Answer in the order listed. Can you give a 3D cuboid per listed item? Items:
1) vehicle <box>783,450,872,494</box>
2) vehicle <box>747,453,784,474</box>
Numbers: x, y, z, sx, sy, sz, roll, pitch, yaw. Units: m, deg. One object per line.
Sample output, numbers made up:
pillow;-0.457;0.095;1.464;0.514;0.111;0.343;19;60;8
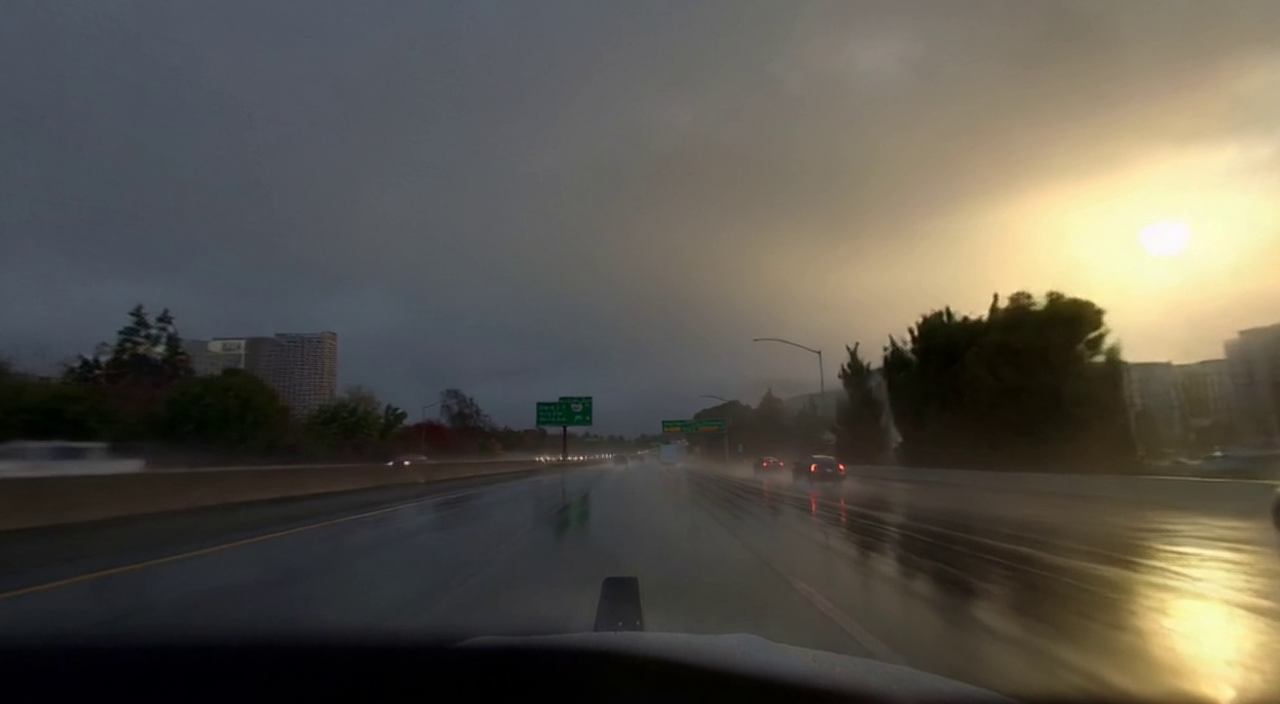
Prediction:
vehicle;7.224;4.648;24.901;1.861;1.500;4.860;0;-9;-2
vehicle;9.404;8.387;47.693;1.878;1.509;4.327;0;-9;0
